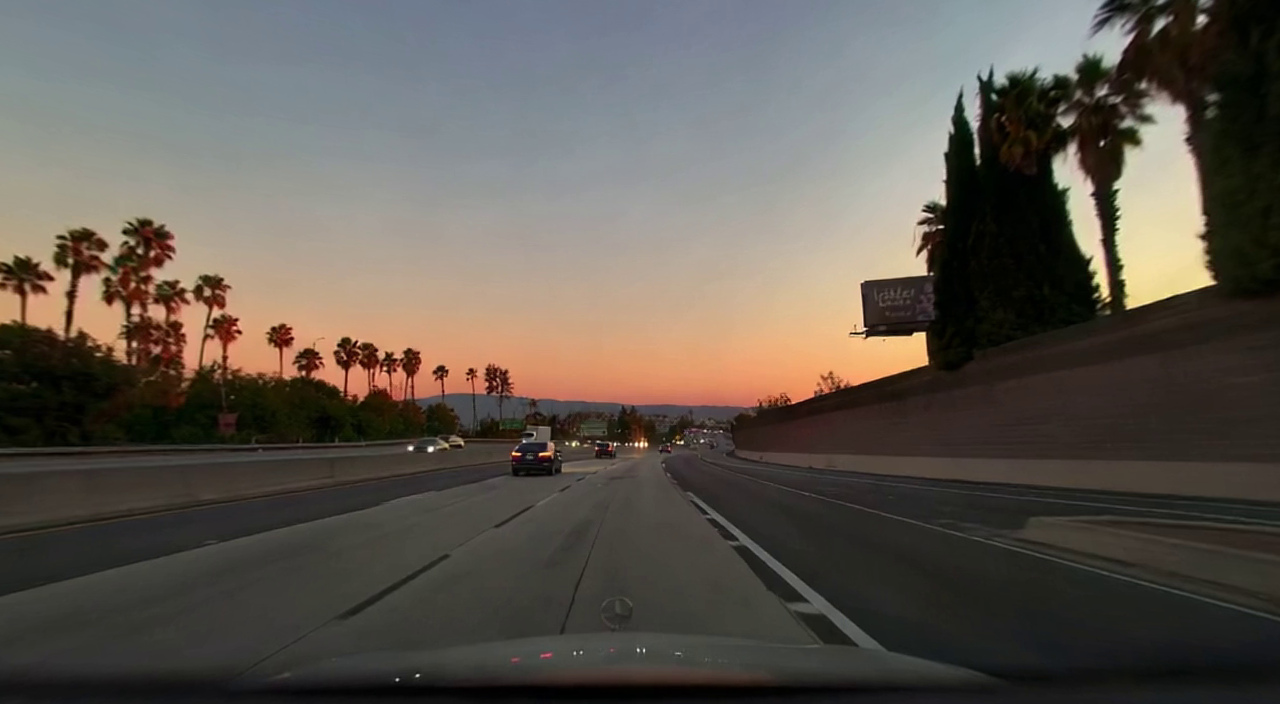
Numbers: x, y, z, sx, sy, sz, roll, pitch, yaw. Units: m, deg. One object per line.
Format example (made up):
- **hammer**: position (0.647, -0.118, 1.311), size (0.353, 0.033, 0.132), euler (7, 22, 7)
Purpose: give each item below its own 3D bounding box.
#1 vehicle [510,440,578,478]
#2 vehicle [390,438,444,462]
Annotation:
- **vehicle**: position (-3.993, 4.555, 27.108), size (2.078, 1.457, 4.648), euler (0, -8, 2)
- **vehicle**: position (-14.670, 6.492, 41.826), size (1.853, 1.509, 4.397), euler (0, -8, 2)
